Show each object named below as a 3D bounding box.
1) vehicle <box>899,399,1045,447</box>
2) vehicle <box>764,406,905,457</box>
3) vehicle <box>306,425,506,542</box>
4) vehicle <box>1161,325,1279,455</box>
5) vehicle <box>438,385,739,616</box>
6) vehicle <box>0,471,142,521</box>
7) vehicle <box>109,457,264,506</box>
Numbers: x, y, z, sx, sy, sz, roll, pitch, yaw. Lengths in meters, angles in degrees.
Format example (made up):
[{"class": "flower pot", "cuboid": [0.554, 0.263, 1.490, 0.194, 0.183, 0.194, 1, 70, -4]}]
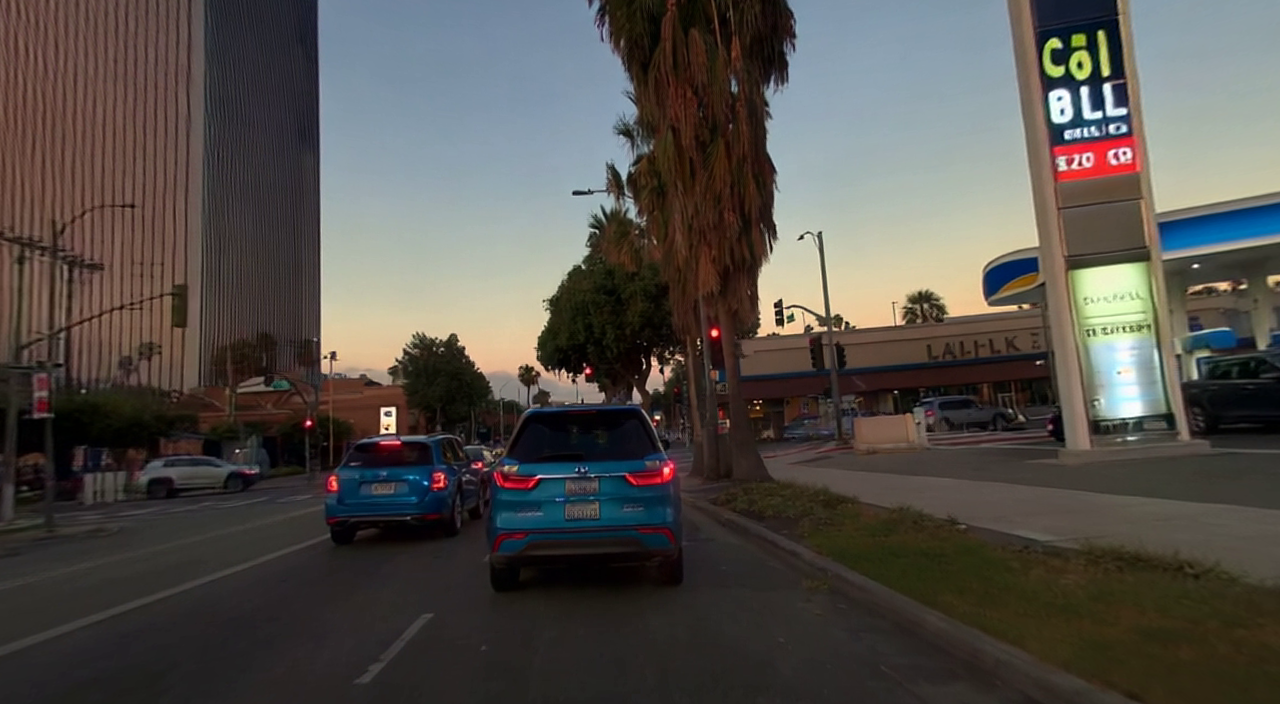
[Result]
[{"class": "vehicle", "cuboid": [14.277, 3.114, 27.424, 5.033, 1.999, 2.259, 0, -8, -3]}, {"class": "vehicle", "cuboid": [8.247, 3.435, 27.129, 5.307, 2.076, 2.122, 0, -8, -5]}, {"class": "vehicle", "cuboid": [-3.966, 2.297, 11.851, 2.097, 1.692, 5.030, 0, -8, -4]}, {"class": "vehicle", "cuboid": [9.971, 0.557, 8.406, 4.374, 1.571, 1.963, 0, -8, -4]}, {"class": "vehicle", "cuboid": [-0.591, 1.591, 7.821, 2.519, 1.913, 4.819, 0, -8, -4]}, {"class": "vehicle", "cuboid": [-22.633, 5.523, 24.462, 4.660, 1.708, 2.331, 0, -8, 0]}, {"class": "vehicle", "cuboid": [-19.869, 5.665, 27.879, 5.026, 1.958, 2.193, 0, -8, -3]}]
